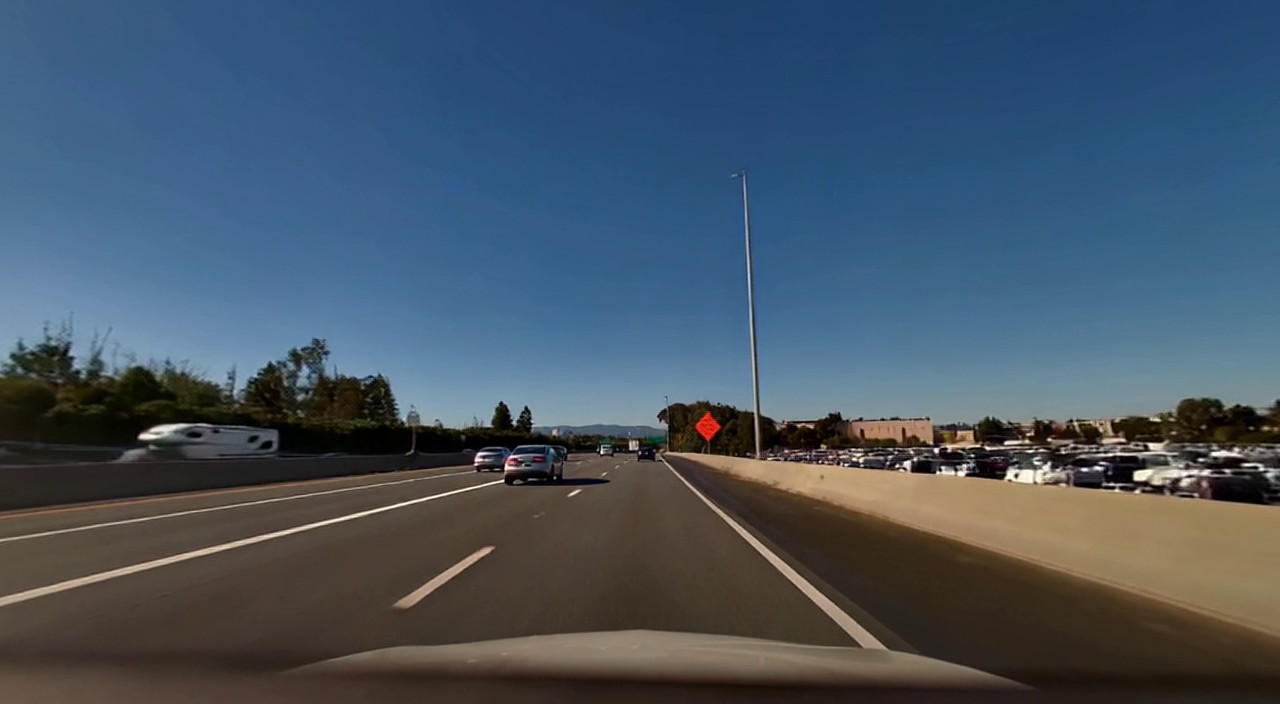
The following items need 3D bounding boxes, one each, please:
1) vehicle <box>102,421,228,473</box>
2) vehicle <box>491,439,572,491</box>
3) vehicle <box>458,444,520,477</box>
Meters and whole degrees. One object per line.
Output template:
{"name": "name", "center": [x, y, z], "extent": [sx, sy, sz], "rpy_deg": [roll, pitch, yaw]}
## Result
{"name": "vehicle", "center": [-36.479, 7.333, 48.902], "extent": [3.141, 3.592, 8.343], "rpy_deg": [1, -8, 0]}
{"name": "vehicle", "center": [-3.836, 4.068, 23.001], "extent": [2.070, 1.665, 4.213], "rpy_deg": [0, -9, 2]}
{"name": "vehicle", "center": [-7.504, 5.436, 31.756], "extent": [1.991, 1.538, 4.360], "rpy_deg": [0, -9, 1]}
